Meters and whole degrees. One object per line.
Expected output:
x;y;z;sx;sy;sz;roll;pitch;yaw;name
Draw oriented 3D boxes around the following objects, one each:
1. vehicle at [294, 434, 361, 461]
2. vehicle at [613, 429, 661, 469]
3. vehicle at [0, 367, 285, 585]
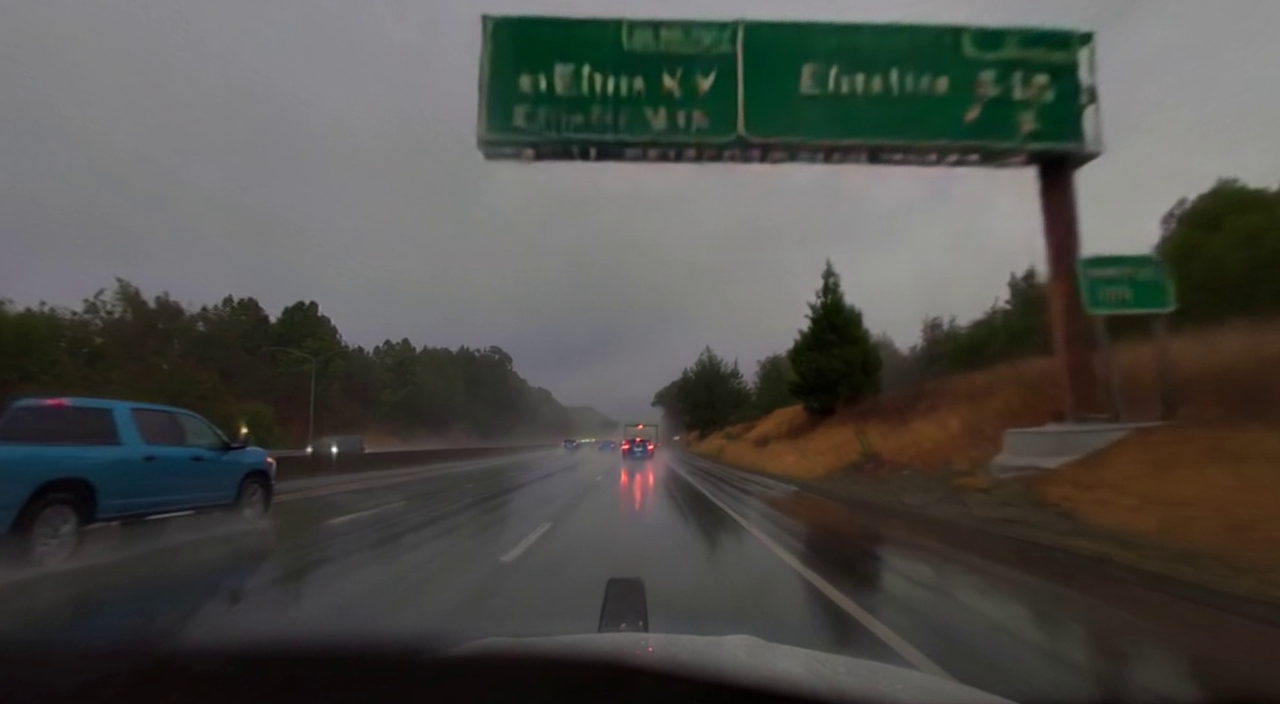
-20.996;6.440;42.660;2.125;1.709;4.642;0;-8;0;vehicle
-0.144;5.113;33.252;2.309;1.915;5.130;0;-8;0;vehicle
-6.940;1.362;7.303;2.323;1.947;5.672;0;-8;0;vehicle
